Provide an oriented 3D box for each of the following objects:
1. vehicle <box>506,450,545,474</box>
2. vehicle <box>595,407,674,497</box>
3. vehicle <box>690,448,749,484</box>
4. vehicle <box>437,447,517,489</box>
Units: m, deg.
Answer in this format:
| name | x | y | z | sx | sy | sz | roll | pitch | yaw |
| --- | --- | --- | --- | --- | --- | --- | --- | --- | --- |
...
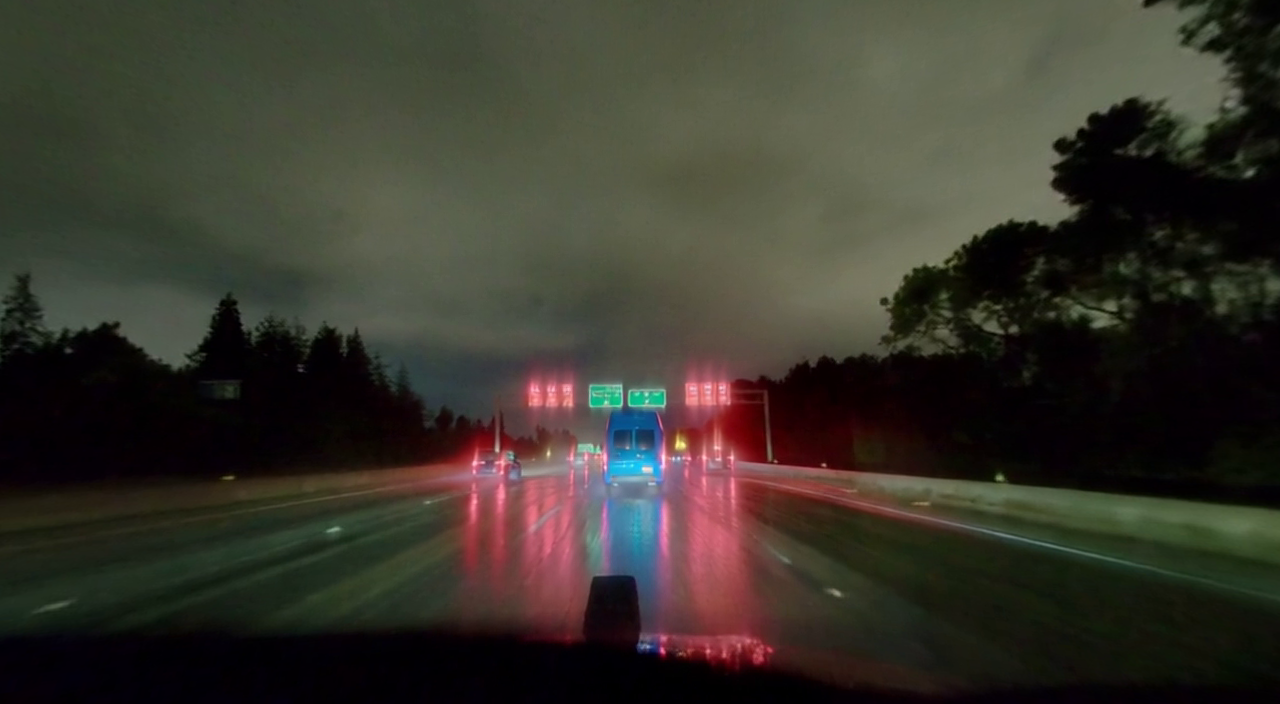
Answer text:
| name | x | y | z | sx | sy | sz | roll | pitch | yaw |
| --- | --- | --- | --- | --- | --- | --- | --- | --- | --- |
| vehicle | -7.651 | 7.388 | 42.237 | 2.026 | 1.506 | 4.102 | 0 | -9 | -2 |
| vehicle | -0.245 | 3.303 | 20.788 | 2.268 | 2.551 | 5.144 | 0 | -9 | -2 |
| vehicle | 3.506 | 5.130 | 28.502 | 2.015 | 1.491 | 4.732 | 0 | -9 | -1 |
| vehicle | -6.492 | 4.669 | 25.519 | 2.003 | 1.498 | 4.386 | -1 | -9 | 1 |
